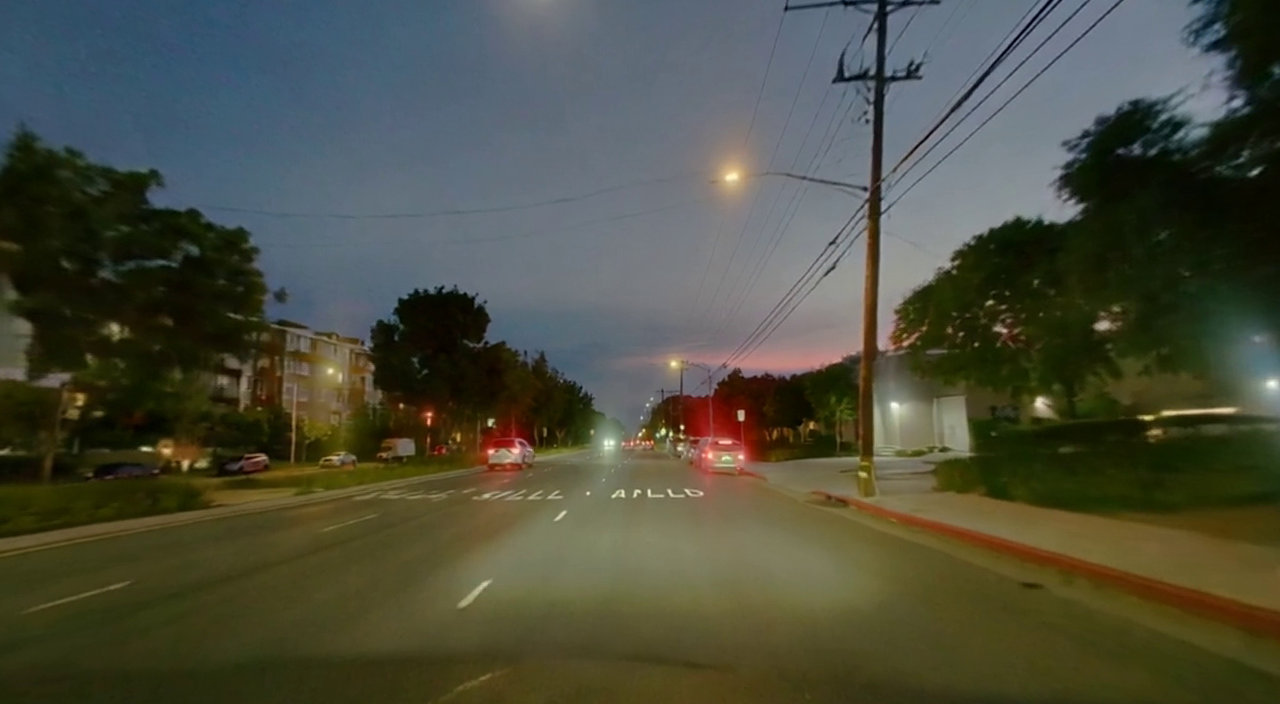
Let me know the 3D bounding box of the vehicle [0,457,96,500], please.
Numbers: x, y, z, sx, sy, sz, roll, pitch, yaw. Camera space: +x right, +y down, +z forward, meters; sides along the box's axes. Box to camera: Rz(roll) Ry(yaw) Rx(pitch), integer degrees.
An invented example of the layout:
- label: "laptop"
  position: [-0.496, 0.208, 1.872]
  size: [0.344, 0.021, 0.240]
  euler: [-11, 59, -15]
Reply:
- label: "vehicle"
  position: [-25.860, 5.359, 26.635]
  size: [1.857, 1.472, 4.422]
  euler: [-4, -7, 1]

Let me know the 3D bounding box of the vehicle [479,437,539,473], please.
- label: "vehicle"
  position: [-6.517, 5.176, 31.950]
  size: [2.000, 1.671, 4.497]
  euler: [0, -8, 1]

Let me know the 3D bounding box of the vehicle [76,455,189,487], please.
- label: "vehicle"
  position: [-25.807, 6.054, 32.314]
  size: [1.935, 1.487, 4.600]
  euler: [-1, -10, 0]

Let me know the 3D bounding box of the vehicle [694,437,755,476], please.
- label: "vehicle"
  position: [3.665, 4.606, 28.087]
  size: [2.048, 1.556, 4.753]
  euler: [0, -8, 0]

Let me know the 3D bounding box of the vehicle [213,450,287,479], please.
- label: "vehicle"
  position: [-25.752, 7.405, 41.851]
  size: [1.959, 1.707, 4.481]
  euler: [0, -8, 0]
